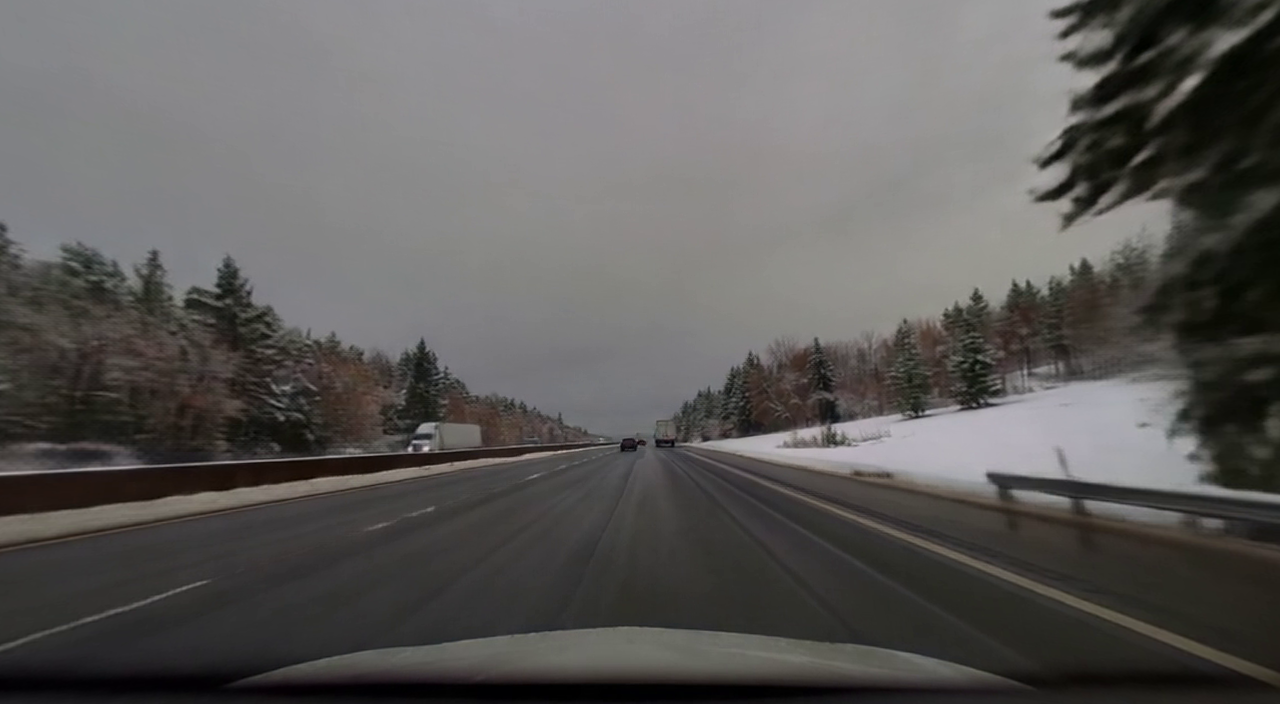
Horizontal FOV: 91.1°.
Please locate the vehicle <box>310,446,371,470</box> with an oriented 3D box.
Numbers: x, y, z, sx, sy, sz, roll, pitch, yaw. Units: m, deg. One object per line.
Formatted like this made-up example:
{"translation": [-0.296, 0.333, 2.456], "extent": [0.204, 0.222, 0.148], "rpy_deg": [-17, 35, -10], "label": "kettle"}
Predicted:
{"translation": [-20.475, 7.255, 43.101], "extent": [1.882, 1.489, 4.332], "rpy_deg": [-1, -8, 3], "label": "vehicle"}
